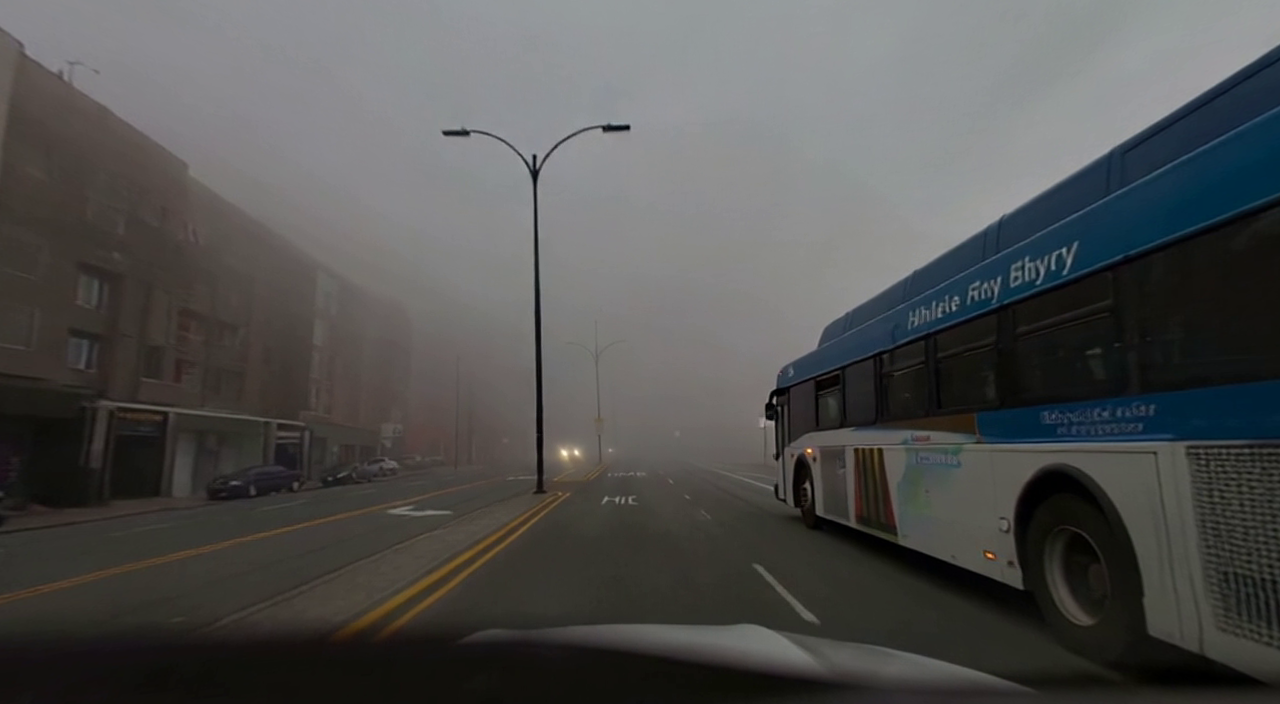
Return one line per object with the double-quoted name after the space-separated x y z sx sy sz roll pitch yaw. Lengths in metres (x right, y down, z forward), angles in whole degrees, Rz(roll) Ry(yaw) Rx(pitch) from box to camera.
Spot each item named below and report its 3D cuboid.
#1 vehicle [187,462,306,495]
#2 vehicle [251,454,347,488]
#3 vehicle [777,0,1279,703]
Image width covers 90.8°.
-19.172 6.180 30.914 4.522 1.469 1.840 0 -8 -3 "vehicle"
-19.456 6.791 36.182 4.325 1.777 1.948 0 -8 -1 "vehicle"
4.285 0.396 5.109 3.194 3.345 12.428 -1 -8 -2 "vehicle"
